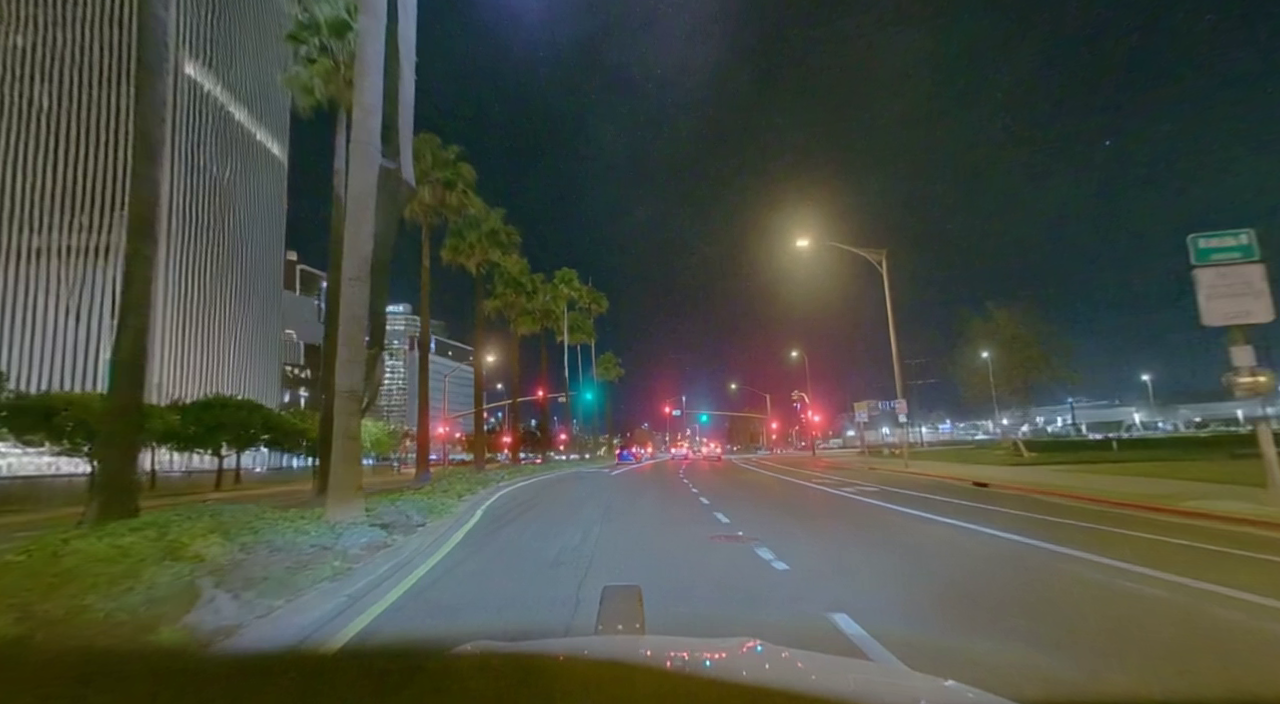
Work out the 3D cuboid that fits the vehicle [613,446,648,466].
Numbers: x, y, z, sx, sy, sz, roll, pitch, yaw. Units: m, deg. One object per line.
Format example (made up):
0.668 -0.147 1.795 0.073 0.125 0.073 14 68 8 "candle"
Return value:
-0.688 8.100 49.441 1.962 1.480 4.605 -2 -9 9 "vehicle"
